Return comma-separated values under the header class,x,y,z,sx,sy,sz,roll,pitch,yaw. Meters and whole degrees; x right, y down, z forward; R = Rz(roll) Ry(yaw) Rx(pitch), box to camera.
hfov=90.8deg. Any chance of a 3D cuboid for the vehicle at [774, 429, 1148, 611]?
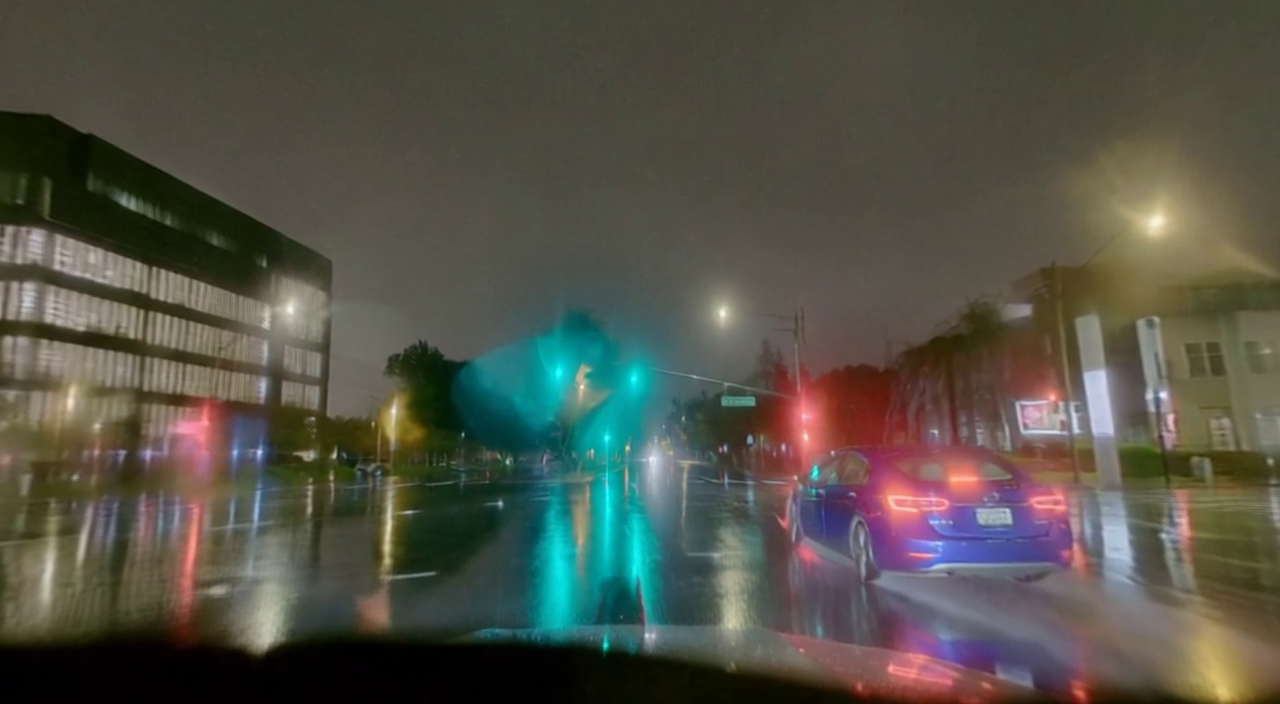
class,x,y,z,sx,sy,sz,roll,pitch,yaw
vehicle,3.280,1.804,7.876,2.089,1.539,4.767,0,-8,-1
